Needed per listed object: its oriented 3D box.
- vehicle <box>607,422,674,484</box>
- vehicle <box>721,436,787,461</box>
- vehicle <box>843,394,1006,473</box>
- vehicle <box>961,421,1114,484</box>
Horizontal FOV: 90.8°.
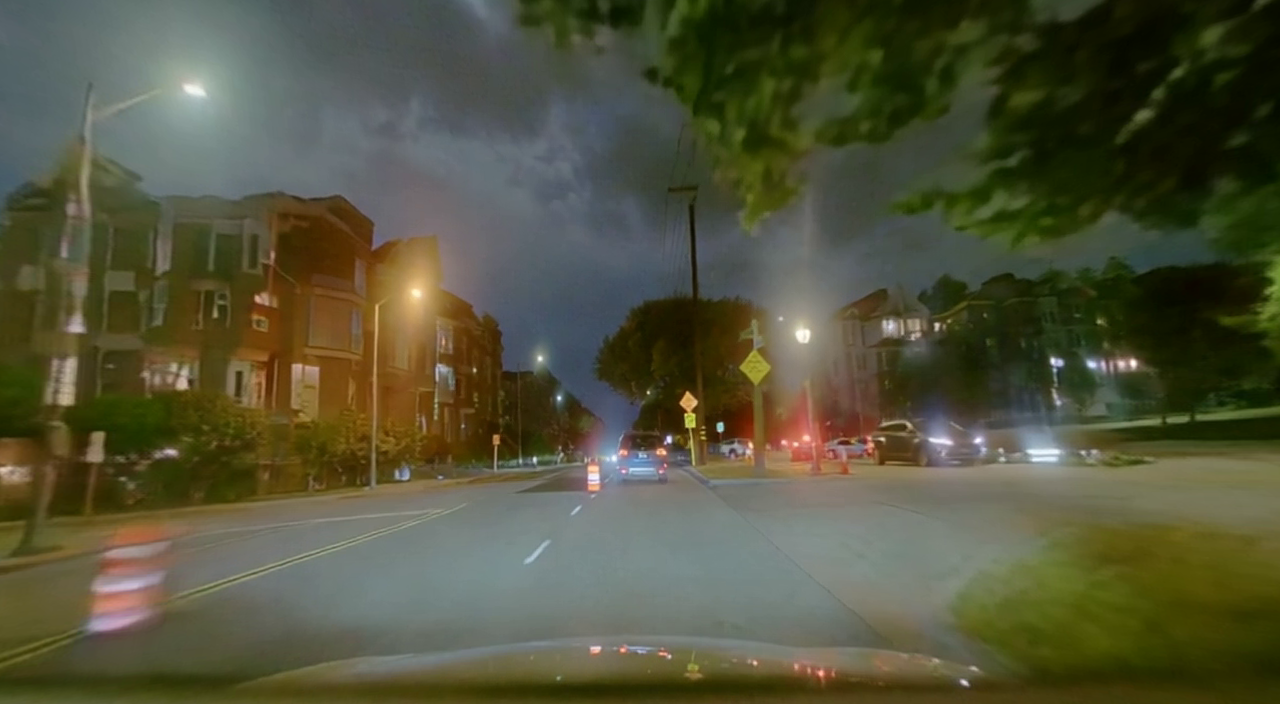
[{"bbox_3d":[-0.076,3.723,23.397,2.169,2.015,5.206,0,-9,-2],"label":"vehicle"},{"bbox_3d":[7.527,6.413,41.908,3.835,1.584,1.893,2,-9,-18],"label":"vehicle"},{"bbox_3d":[9.548,3.024,22.179,2.253,2.306,6.753,-1,-10,-2],"label":"vehicle"},{"bbox_3d":[10.619,2.754,17.120,1.698,1.548,2.969,2,-11,-16],"label":"vehicle"}]
